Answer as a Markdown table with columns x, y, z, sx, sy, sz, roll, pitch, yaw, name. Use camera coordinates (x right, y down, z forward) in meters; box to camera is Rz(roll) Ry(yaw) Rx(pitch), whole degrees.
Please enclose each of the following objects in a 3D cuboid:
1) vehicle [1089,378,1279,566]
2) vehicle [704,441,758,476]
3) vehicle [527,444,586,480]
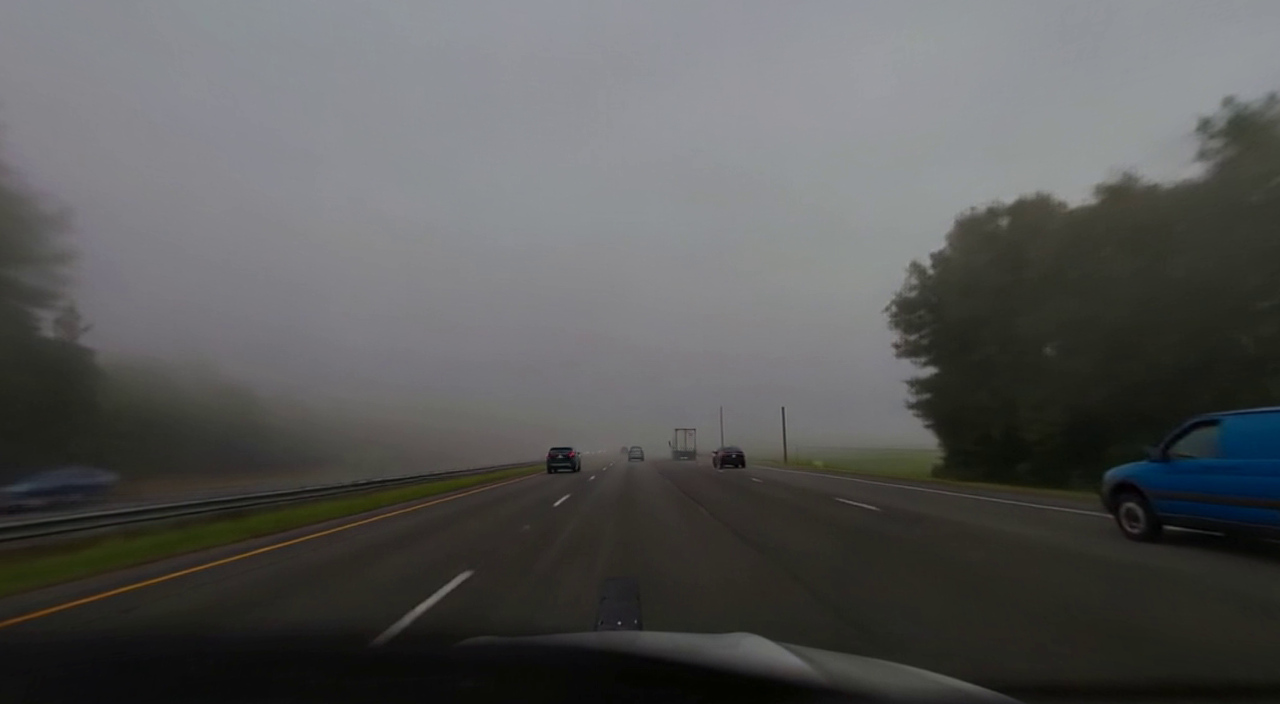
| x | y | z | sx | sy | sz | roll | pitch | yaw | name |
| --- | --- | --- | --- | --- | --- | --- | --- | --- | --- |
| 7.724 | 1.260 | 6.678 | 2.133 | 1.933 | 4.986 | 0 | -9 | -1 | vehicle |
| 4.598 | 5.449 | 32.452 | 2.069 | 1.625 | 4.832 | 0 | -9 | 0 | vehicle |
| -3.850 | 5.197 | 29.896 | 2.160 | 1.530 | 4.500 | 0 | -9 | 0 | vehicle |
